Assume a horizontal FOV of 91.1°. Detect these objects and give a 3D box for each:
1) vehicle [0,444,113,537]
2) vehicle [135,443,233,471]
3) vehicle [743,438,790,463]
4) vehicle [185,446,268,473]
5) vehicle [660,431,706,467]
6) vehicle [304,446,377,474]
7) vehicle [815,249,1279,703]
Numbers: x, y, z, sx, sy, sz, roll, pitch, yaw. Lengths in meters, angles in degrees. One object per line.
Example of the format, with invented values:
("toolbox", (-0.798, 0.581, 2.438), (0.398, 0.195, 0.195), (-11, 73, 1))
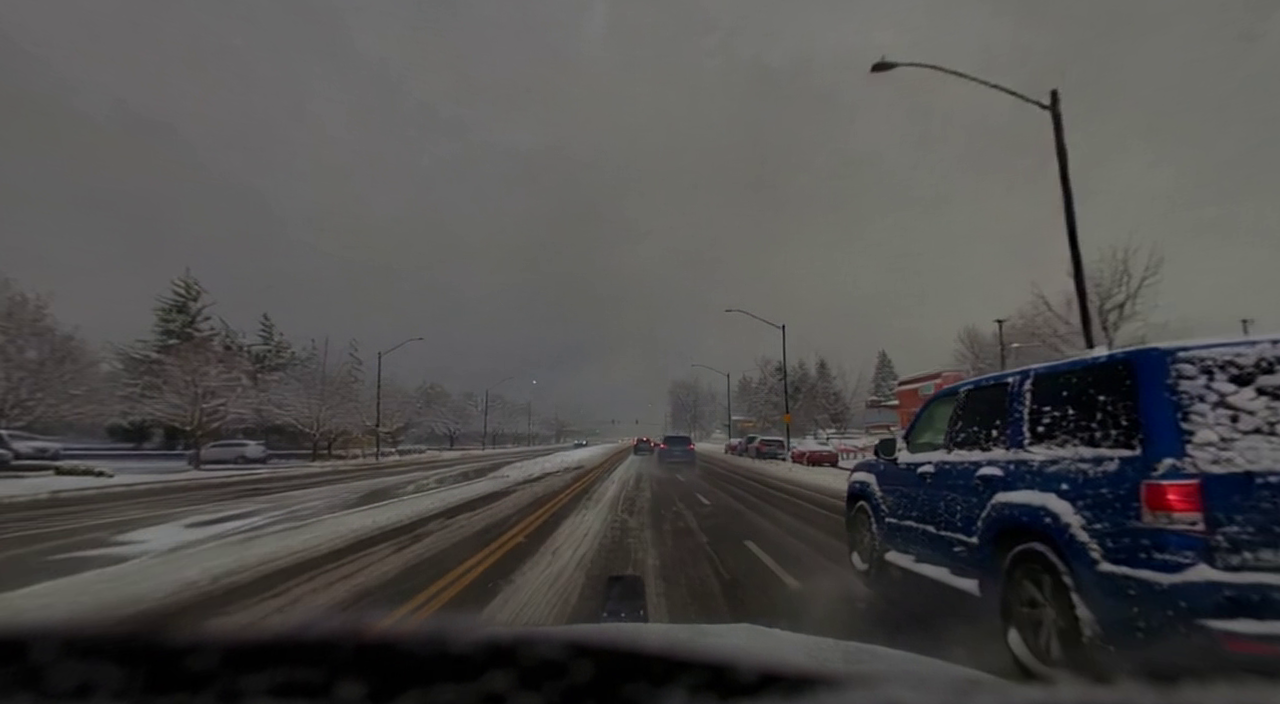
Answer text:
("vehicle", (-11.277, 2.215, 9.978), (1.942, 1.473, 4.506), (0, -8, -1))
("vehicle", (-27.051, 6.241, 37.521), (1.929, 1.537, 5.124), (0, -8, 1))
("vehicle", (7.743, 6.078, 38.824), (1.895, 1.437, 4.890), (0, -8, 0))
("vehicle", (-24.335, 6.327, 37.147), (1.822, 1.466, 4.445), (0, -8, 1))
("vehicle", (2.347, 5.454, 35.506), (2.317, 1.857, 5.150), (0, -8, 1))
("vehicle", (-17.147, 6.199, 36.234), (1.962, 1.496, 4.431), (0, -8, 1))
("vehicle", (3.063, 0.942, 4.515), (2.246, 1.963, 4.777), (0, -8, 0))
